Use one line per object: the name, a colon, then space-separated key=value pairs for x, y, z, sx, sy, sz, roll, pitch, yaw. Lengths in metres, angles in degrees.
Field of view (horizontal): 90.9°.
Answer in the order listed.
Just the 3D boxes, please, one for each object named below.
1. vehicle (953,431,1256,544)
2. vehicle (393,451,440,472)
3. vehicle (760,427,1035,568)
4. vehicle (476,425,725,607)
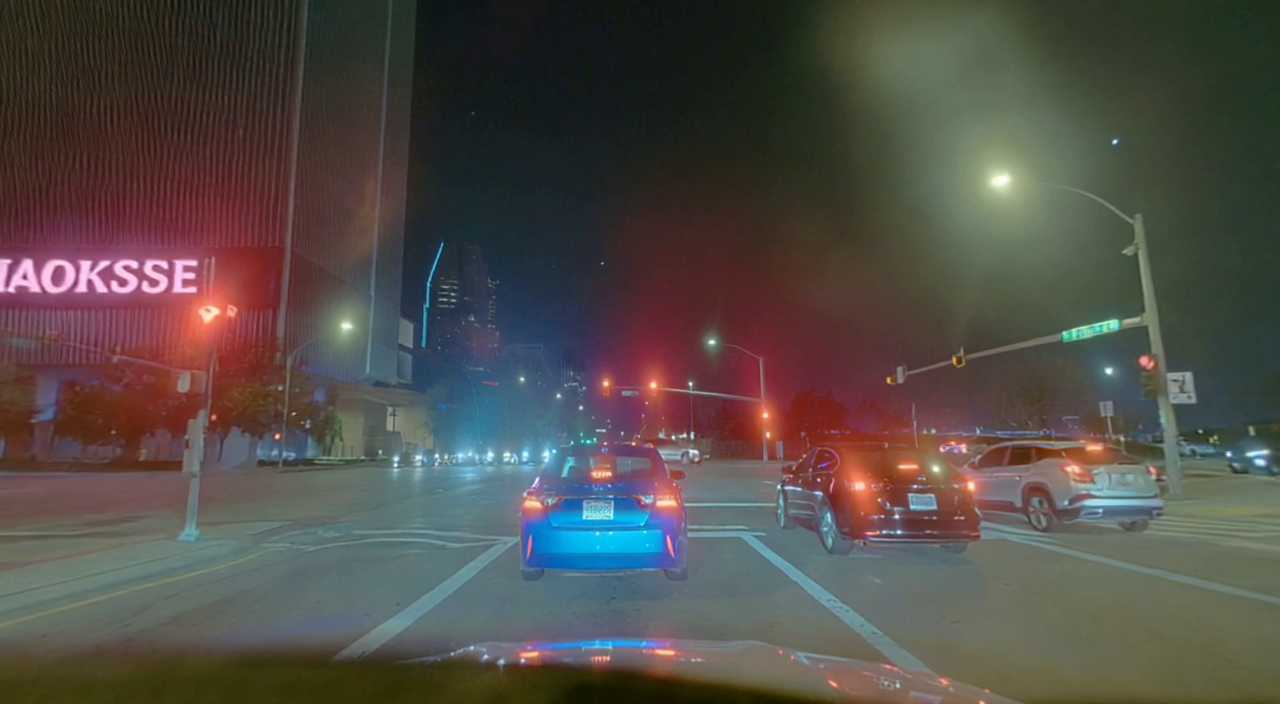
vehicle: x=7.435 y=2.166 z=10.791 sx=1.908 sy=1.517 sz=4.182 roll=0 pitch=-8 yaw=-1
vehicle: x=-17.164 y=8.393 z=48.673 sx=2.048 sy=1.463 sz=4.530 roll=0 pitch=-8 yaw=-1
vehicle: x=3.207 y=1.889 z=8.972 sx=2.042 sy=1.508 sz=4.109 roll=0 pitch=-8 yaw=-2
vehicle: x=-0.376 y=1.654 z=7.289 sx=2.059 sy=1.477 sz=3.988 roll=0 pitch=-8 yaw=-1
